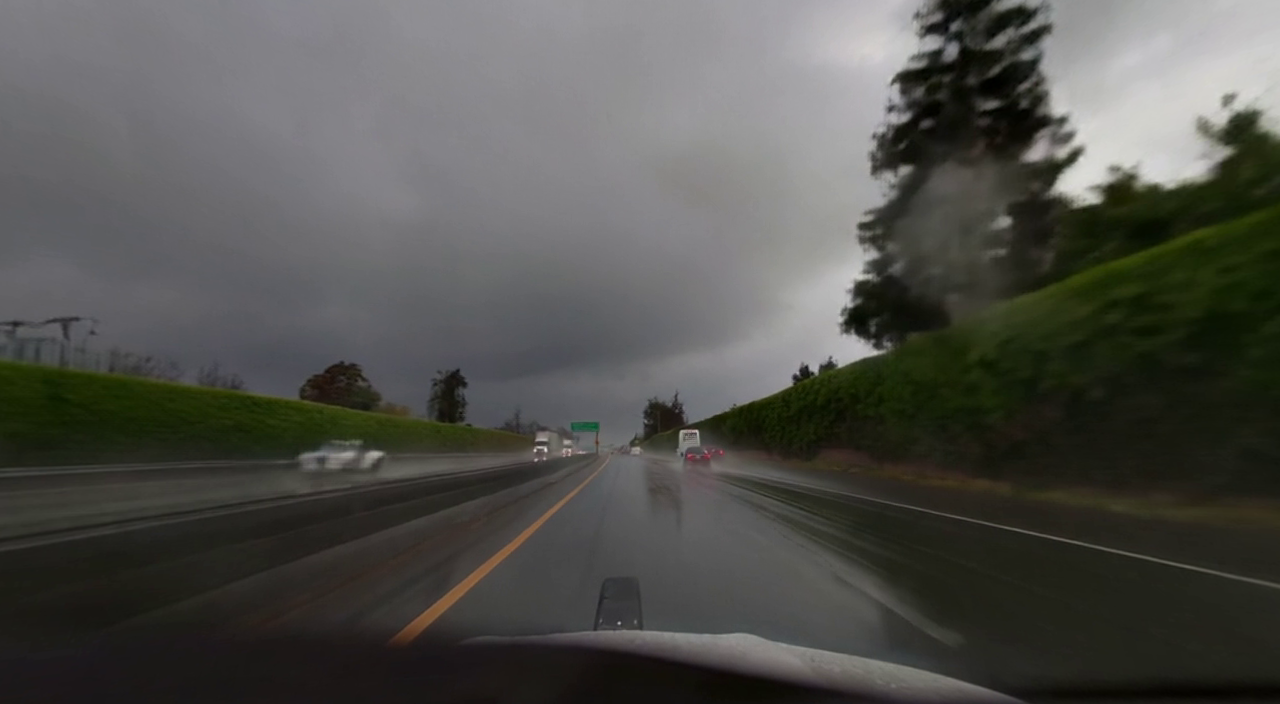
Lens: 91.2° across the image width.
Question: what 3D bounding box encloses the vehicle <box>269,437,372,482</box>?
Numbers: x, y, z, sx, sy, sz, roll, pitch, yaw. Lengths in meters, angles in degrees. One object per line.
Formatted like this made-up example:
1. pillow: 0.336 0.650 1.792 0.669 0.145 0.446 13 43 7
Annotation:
1. vehicle: -13.102 4.432 26.071 2.004 1.662 4.359 0 -9 -1

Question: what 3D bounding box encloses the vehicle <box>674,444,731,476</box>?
1. vehicle: 3.110 5.540 32.247 2.244 1.498 4.338 0 -9 -3
